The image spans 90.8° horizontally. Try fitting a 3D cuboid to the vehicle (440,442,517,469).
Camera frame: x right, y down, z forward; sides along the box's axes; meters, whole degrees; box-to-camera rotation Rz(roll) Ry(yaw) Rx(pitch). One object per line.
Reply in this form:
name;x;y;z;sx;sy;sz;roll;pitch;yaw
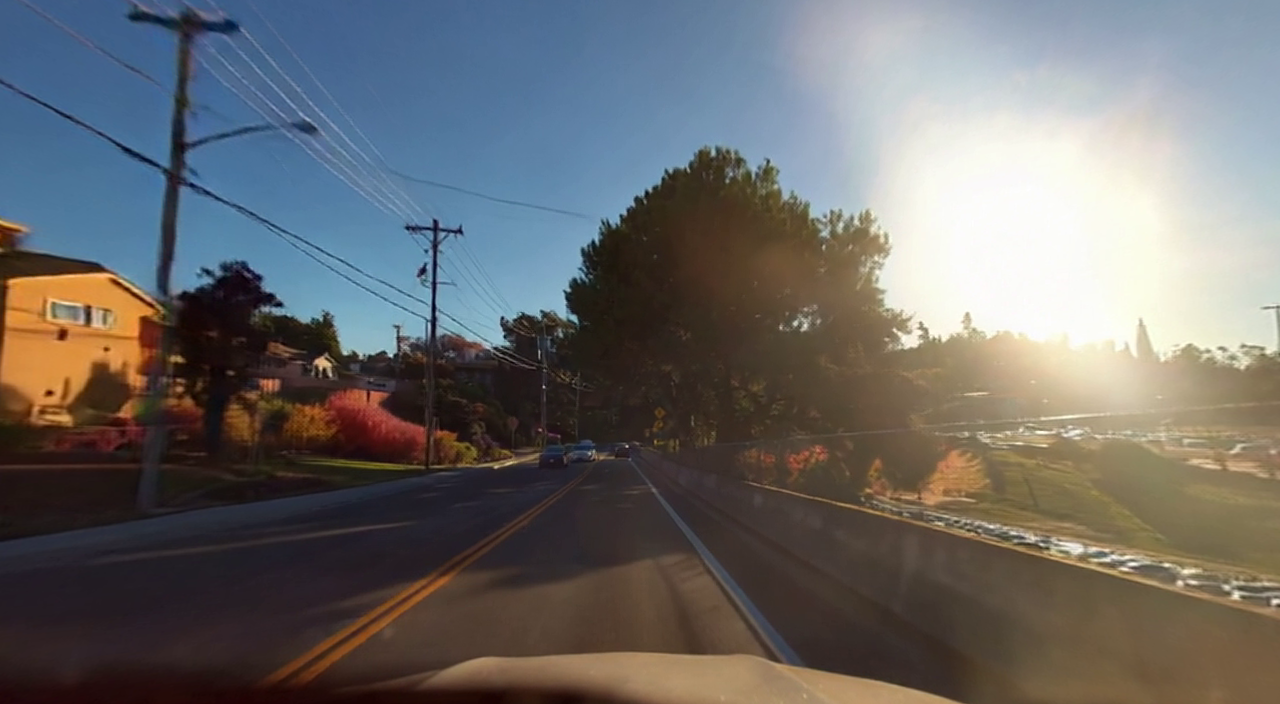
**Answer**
vehicle;-10.689;6.862;42.034;4.500;1.674;1.915;8;-12;-42
